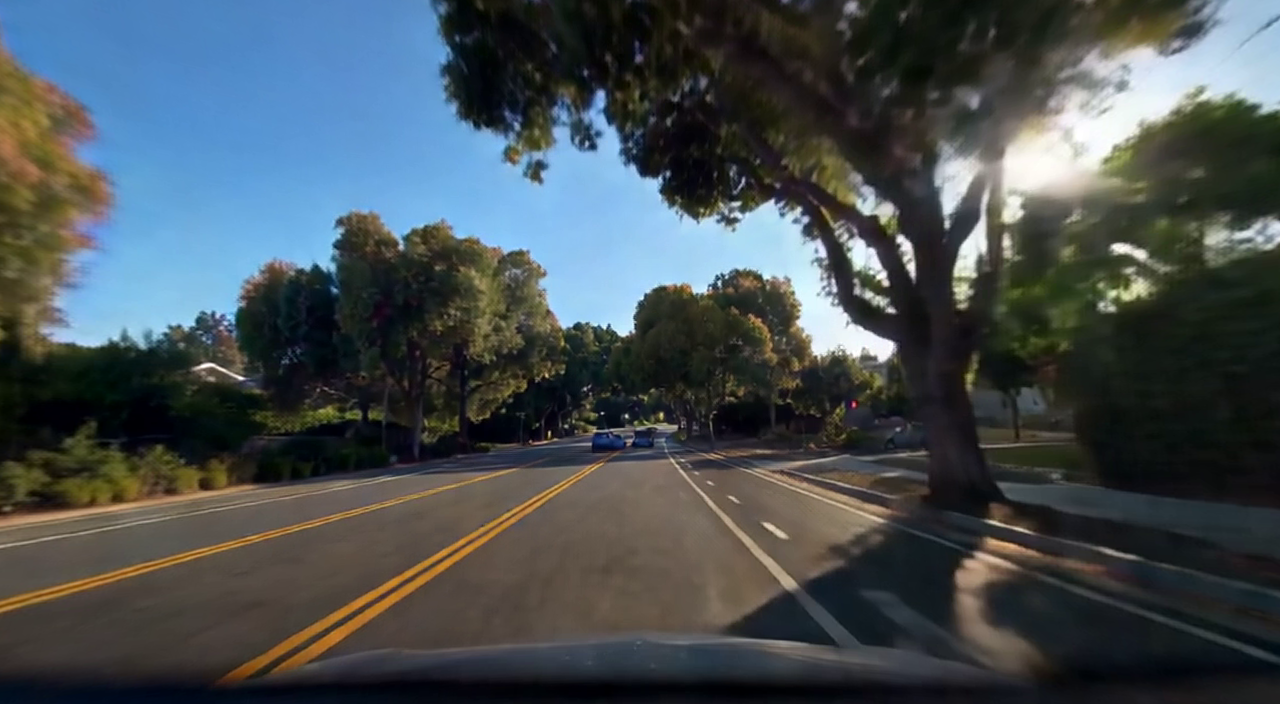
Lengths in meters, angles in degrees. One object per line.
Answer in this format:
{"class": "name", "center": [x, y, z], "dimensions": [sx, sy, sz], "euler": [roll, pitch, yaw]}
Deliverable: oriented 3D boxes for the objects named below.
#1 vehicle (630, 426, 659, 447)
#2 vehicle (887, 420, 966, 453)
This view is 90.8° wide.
{"class": "vehicle", "center": [0.343, 6.418, 47.631], "dimensions": [2.067, 1.486, 3.861], "euler": [0, -9, 1]}
{"class": "vehicle", "center": [13.786, 4.093, 30.712], "dimensions": [1.762, 1.479, 4.546], "euler": [0, -8, 0]}
